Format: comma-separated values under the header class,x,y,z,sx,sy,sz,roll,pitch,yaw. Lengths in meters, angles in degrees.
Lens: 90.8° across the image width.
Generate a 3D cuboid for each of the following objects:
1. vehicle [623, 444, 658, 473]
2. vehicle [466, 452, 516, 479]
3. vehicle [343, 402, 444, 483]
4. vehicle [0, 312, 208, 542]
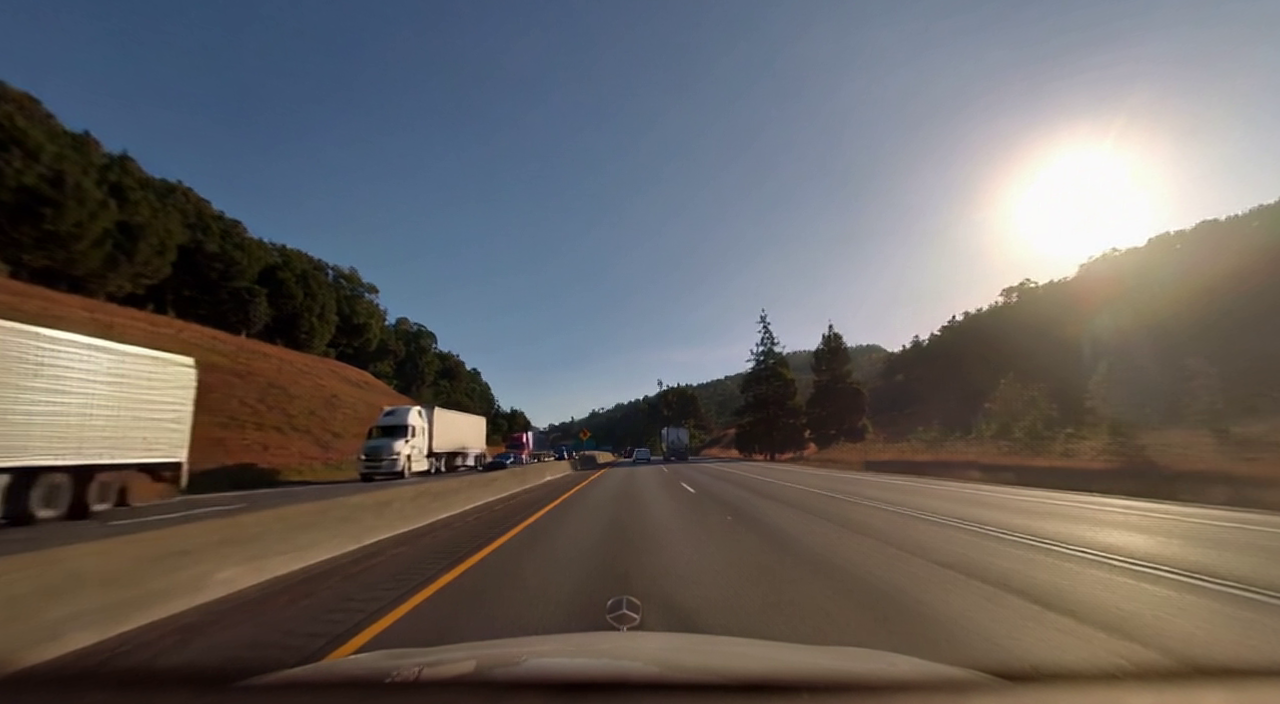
class,x,y,z,sx,sy,sz,roll,pitch,yaw
vehicle,0.022,6.800,40.469,2.137,1.689,4.051,0,-9,-1
vehicle,-8.857,6.735,37.761,1.912,1.462,4.317,0,-9,0
vehicle,-12.938,4.868,33.771,2.949,3.947,5.850,0,-9,0
vehicle,-12.776,1.056,9.427,2.849,4.050,14.158,0,-9,-1
